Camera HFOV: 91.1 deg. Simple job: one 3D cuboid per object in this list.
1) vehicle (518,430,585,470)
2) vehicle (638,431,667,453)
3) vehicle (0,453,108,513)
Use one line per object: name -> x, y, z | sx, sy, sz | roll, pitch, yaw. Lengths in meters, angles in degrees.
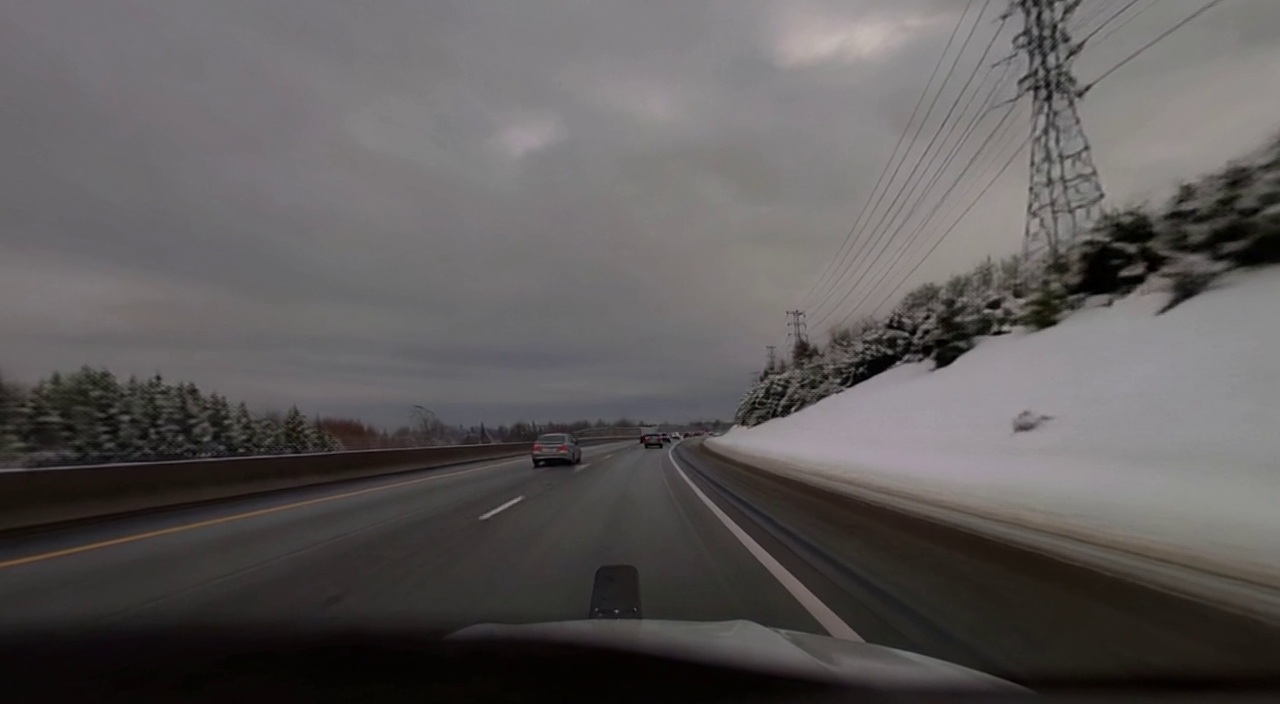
vehicle -> -3.551, 4.002, 26.005 | 2.030, 1.522, 4.250 | 0, -8, 2
vehicle -> 0.971, 6.802, 47.573 | 2.077, 1.523, 4.206 | 0, -8, 3
vehicle -> -18.519, 3.789, 18.350 | 1.912, 1.514, 4.589 | 0, -8, 0
